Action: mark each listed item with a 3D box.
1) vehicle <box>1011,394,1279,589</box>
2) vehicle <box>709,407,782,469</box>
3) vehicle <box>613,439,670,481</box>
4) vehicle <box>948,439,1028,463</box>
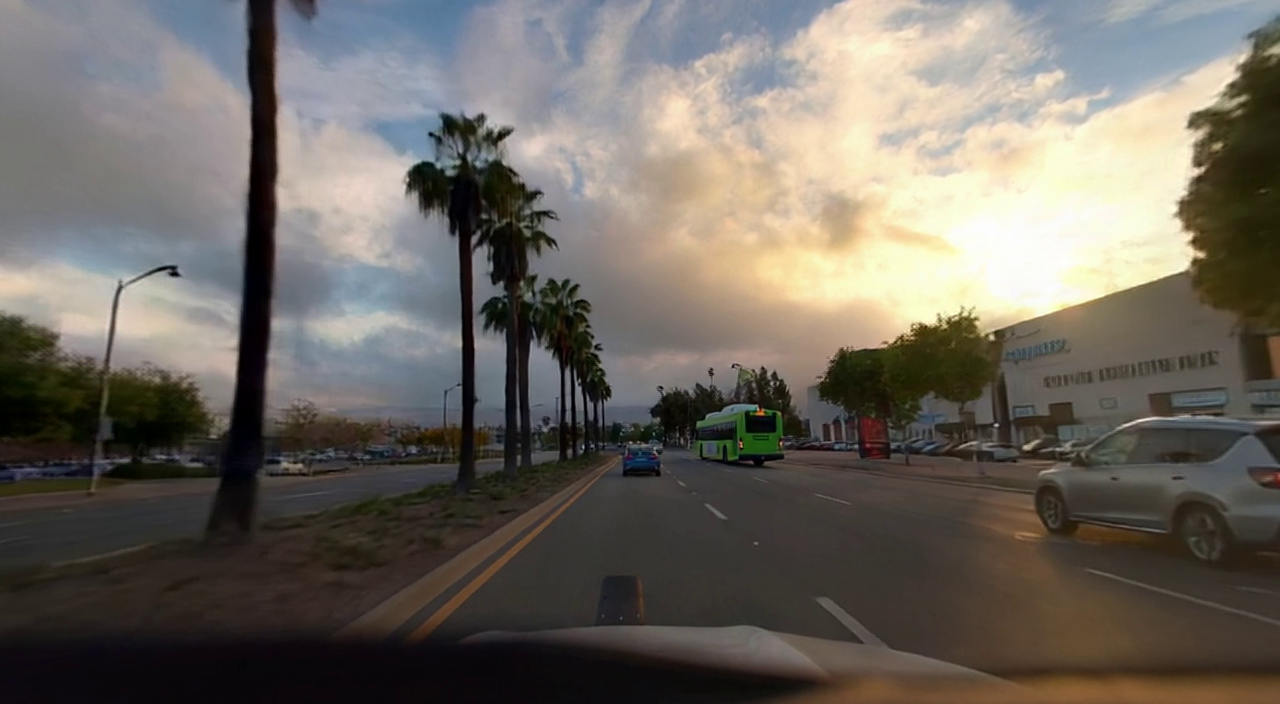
[{"bbox_3d":[6.567,1.495,7.268,2.031,1.670,4.154,0,-9,0],"label":"vehicle"},{"bbox_3d":[6.350,5.460,39.559,2.795,3.383,9.287,0,-9,-1],"label":"vehicle"},{"bbox_3d":[0.016,4.234,24.960,2.065,1.477,4.306,0,-9,-1],"label":"vehicle"},{"bbox_3d":[23.079,6.611,42.000,4.229,1.428,1.883,1,-9,0],"label":"vehicle"}]
